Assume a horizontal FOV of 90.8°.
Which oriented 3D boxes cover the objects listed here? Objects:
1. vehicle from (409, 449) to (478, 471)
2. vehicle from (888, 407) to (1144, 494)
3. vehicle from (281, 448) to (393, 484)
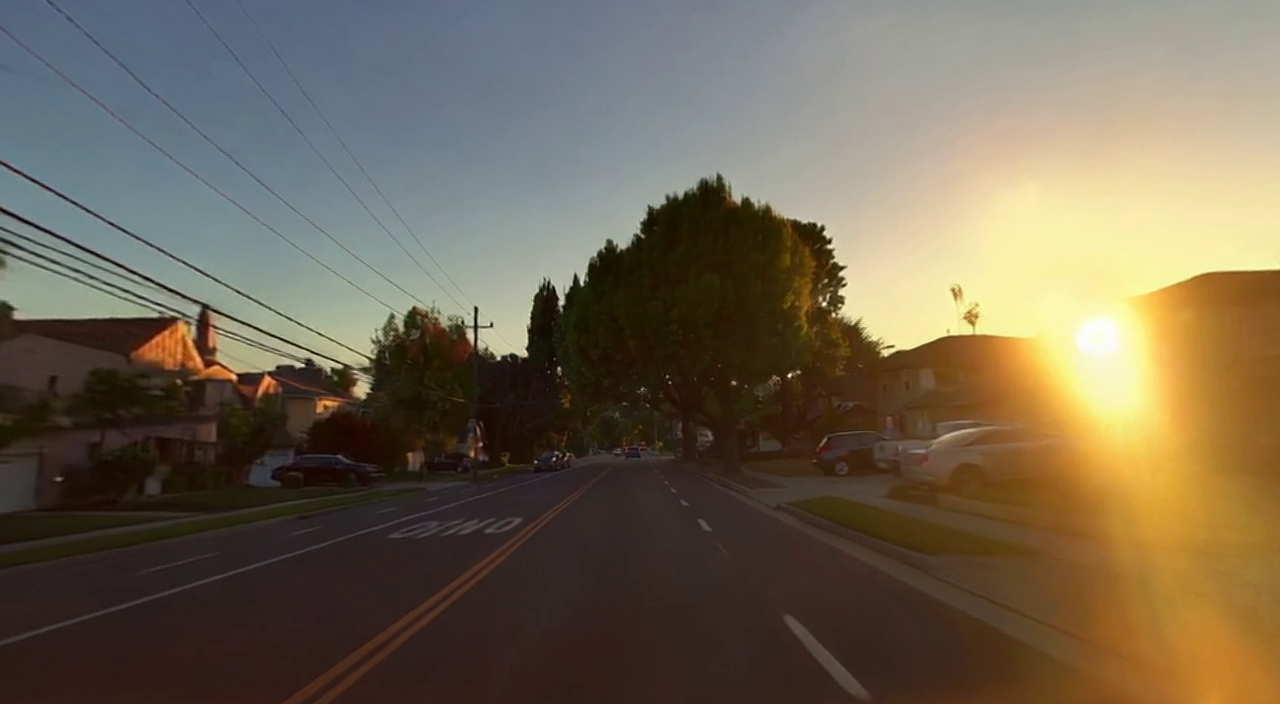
[{"bbox_3d":[-15.151,8.375,48.965,4.651,1.615,1.961,0,-9,2],"label":"vehicle"},{"bbox_3d":[8.877,2.377,15.320,4.747,1.942,2.158,0,-9,1],"label":"vehicle"},{"bbox_3d":[-15.078,5.676,31.643,4.501,1.689,2.106,0,-9,1],"label":"vehicle"}]
